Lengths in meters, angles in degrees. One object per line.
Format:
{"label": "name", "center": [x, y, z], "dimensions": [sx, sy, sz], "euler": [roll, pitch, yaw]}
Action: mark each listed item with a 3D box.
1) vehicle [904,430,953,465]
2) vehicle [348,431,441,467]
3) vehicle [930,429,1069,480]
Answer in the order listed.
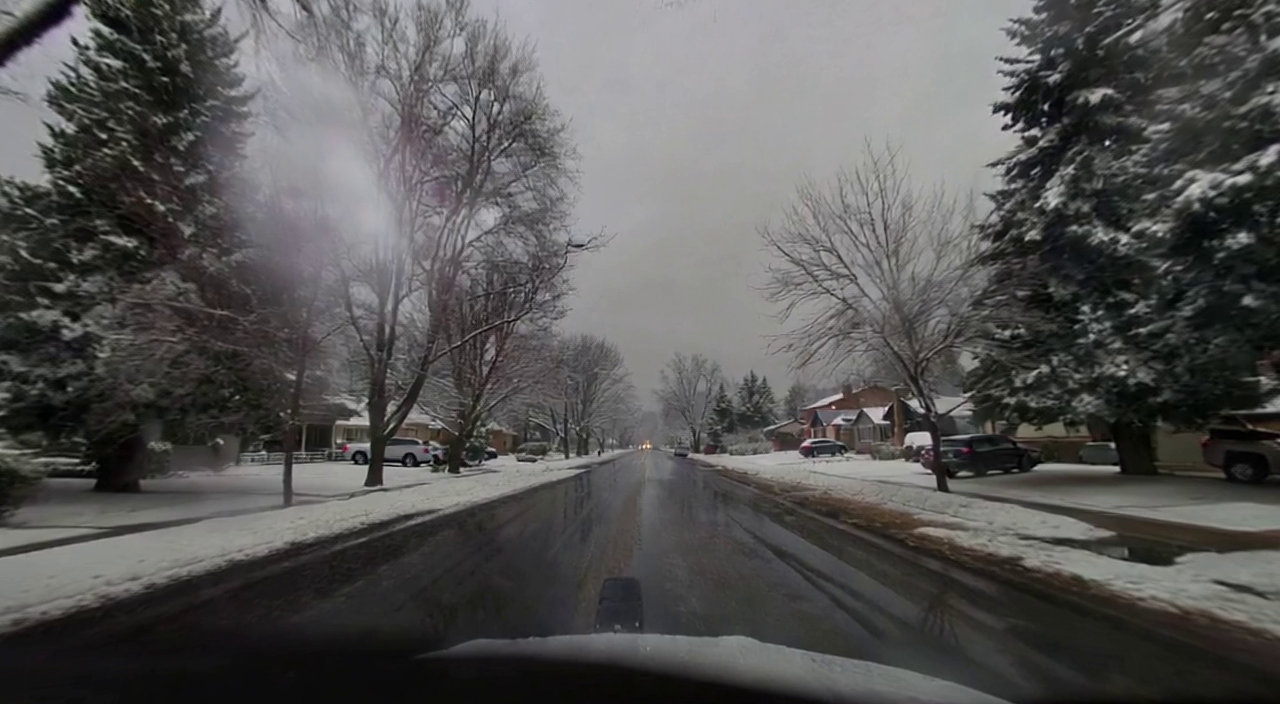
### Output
{"label": "vehicle", "center": [16.714, 5.541, 36.422], "dimensions": [2.288, 1.880, 4.939], "euler": [-4, -10, 25]}
{"label": "vehicle", "center": [-14.910, 5.930, 38.652], "dimensions": [2.575, 2.031, 5.155], "euler": [-2, -8, 18]}
{"label": "vehicle", "center": [13.329, 3.772, 23.333], "dimensions": [4.708, 1.727, 2.076], "euler": [4, -10, -26]}
